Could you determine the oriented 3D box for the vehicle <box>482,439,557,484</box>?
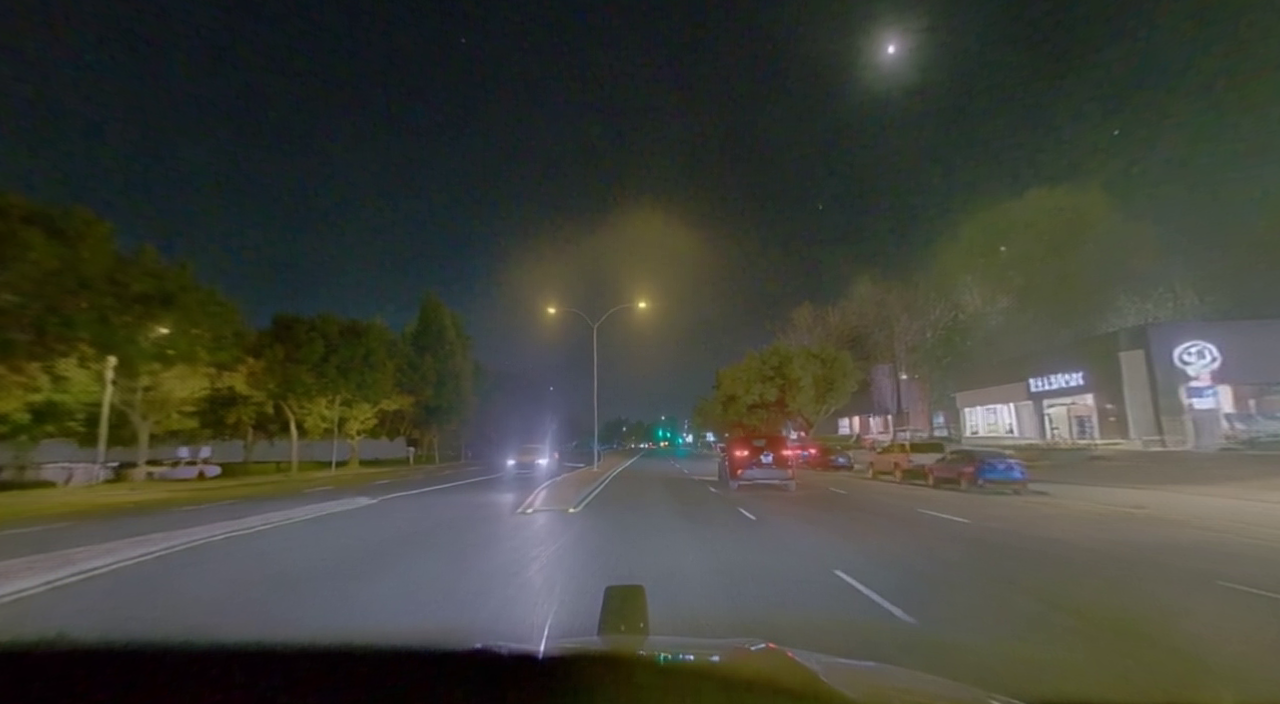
[{"bbox_3d":[-4.337,4.003,23.441,2.031,1.478,4.434,0,-8,-1],"label":"vehicle"}]

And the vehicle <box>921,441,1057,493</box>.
[{"bbox_3d":[10.814,3.575,19.956,1.847,1.445,4.281,0,-8,0],"label":"vehicle"}]

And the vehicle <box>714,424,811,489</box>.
[{"bbox_3d":[3.790,3.350,20.460,2.183,1.845,4.482,0,-8,-1],"label":"vehicle"}]

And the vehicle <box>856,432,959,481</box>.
[{"bbox_3d":[10.730,4.221,25.799,1.989,1.768,4.977,0,-8,0],"label":"vehicle"}]

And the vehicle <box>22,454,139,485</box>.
[{"bbox_3d":[-29.754,6.260,33.635,4.306,1.459,2.001,-1,-8,0],"label":"vehicle"}]
